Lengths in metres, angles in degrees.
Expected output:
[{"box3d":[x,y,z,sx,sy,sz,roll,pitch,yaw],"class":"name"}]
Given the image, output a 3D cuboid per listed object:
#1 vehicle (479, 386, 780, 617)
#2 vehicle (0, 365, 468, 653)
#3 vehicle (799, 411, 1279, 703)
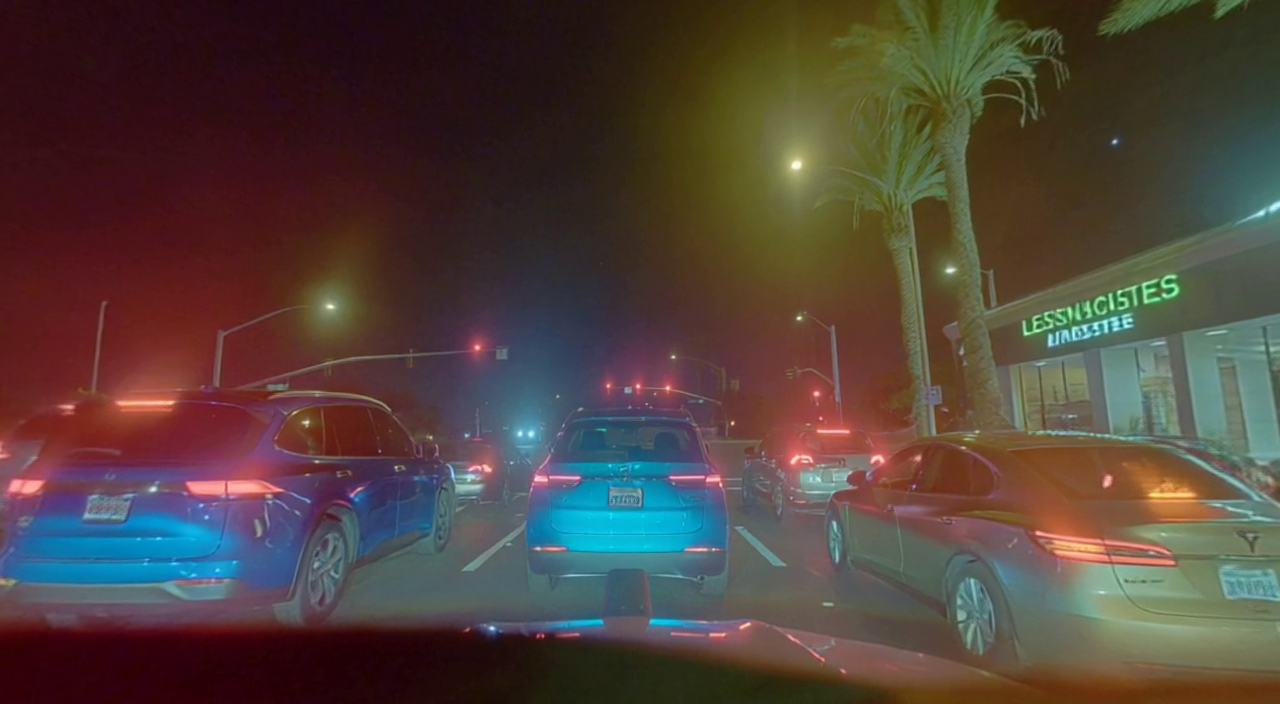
[{"box3d":[-0.132,1.457,7.062,2.280,1.747,4.361,0,-8,-2],"class":"vehicle"},{"box3d":[-3.350,1.277,6.126,2.014,1.755,4.360,0,-8,1],"class":"vehicle"},{"box3d":[2.963,1.367,5.257,2.017,1.491,4.611,0,-8,-1],"class":"vehicle"}]
